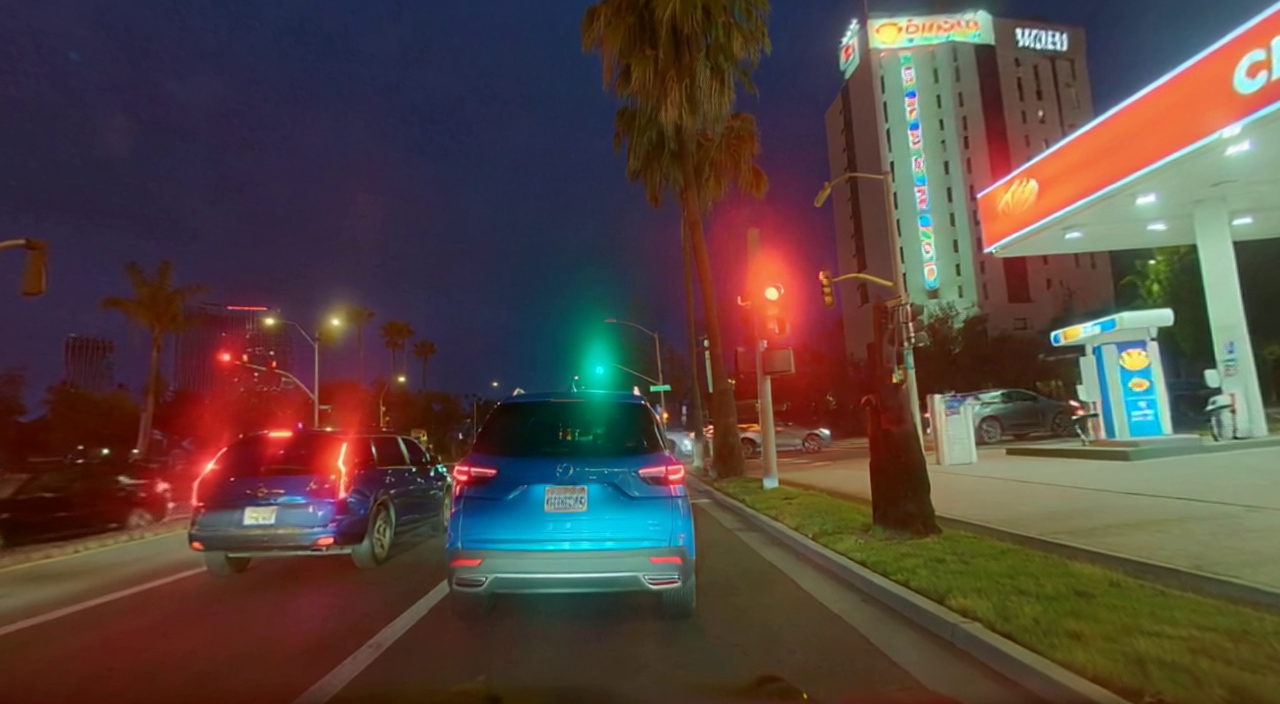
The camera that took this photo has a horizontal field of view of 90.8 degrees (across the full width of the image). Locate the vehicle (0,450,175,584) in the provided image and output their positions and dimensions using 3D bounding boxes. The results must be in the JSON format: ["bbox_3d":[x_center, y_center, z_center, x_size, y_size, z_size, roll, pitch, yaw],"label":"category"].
[{"bbox_3d":[-10.409,2.626,10.952,2.176,1.796,5.011,2,-9,-17],"label":"vehicle"}]

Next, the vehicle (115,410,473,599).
[{"bbox_3d":[-3.811,1.751,8.340,2.097,1.692,5.030,0,-8,-3],"label":"vehicle"}]

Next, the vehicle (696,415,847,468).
[{"bbox_3d":[4.436,3.098,21.851,4.712,1.706,1.956,0,-8,-3],"label":"vehicle"}]

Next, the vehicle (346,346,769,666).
[{"bbox_3d":[-0.549,1.261,6.295,2.519,1.913,4.819,0,-8,-2],"label":"vehicle"}]

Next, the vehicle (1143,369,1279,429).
[{"bbox_3d":[21.654,1.737,22.813,5.033,1.999,2.259,0,-8,-3],"label":"vehicle"}]

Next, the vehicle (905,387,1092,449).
[{"bbox_3d":[12.583,2.362,22.428,5.307,2.076,2.122,0,-8,-4],"label":"vehicle"}]
